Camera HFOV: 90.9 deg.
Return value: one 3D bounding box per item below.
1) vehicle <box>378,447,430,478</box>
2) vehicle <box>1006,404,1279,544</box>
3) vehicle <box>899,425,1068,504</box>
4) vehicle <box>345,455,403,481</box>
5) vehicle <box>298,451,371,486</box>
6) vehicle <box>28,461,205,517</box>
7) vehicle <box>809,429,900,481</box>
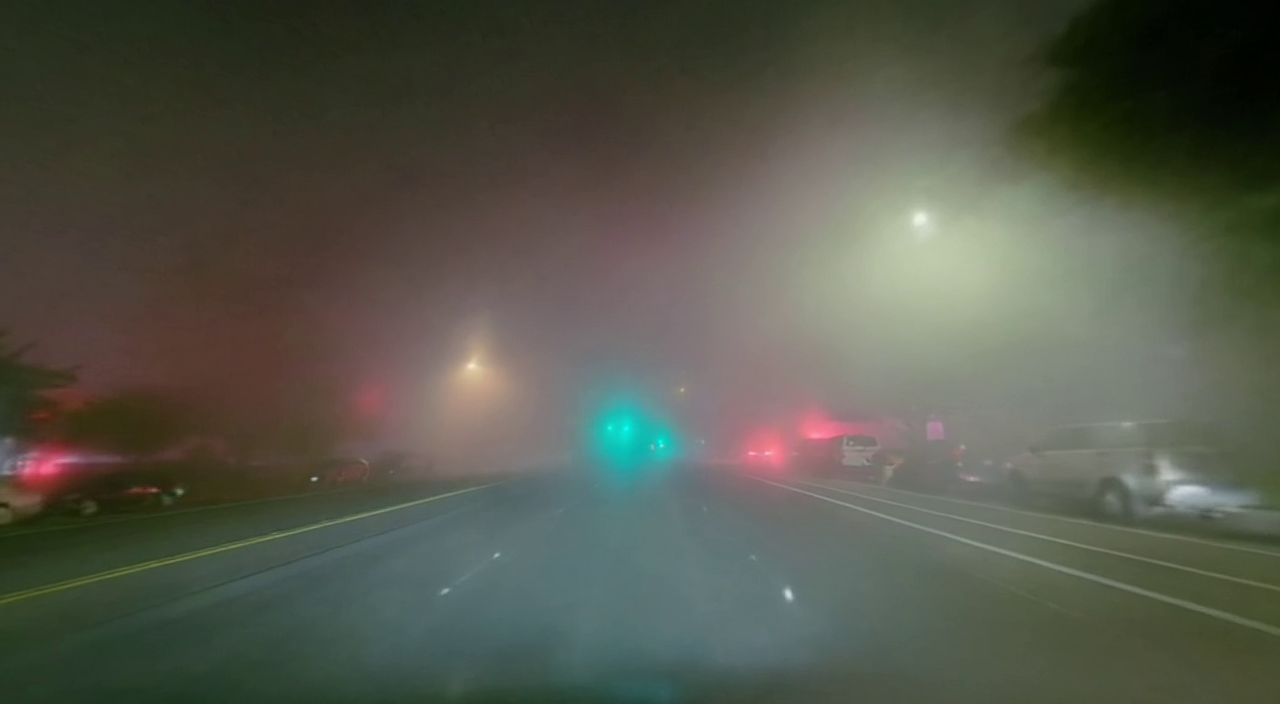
[{"bbox_3d":[-16.698,7.810,44.897,2.046,1.945,4.688,-1,-7,-2],"label":"vehicle"},{"bbox_3d":[9.659,2.218,12.104,2.169,2.043,5.484,-1,-9,3],"label":"vehicle"},{"bbox_3d":[9.756,3.238,18.541,2.088,1.973,5.003,0,-9,-1],"label":"vehicle"},{"bbox_3d":[-16.685,7.297,39.783,1.740,1.442,4.678,-1,-9,-1],"label":"vehicle"},{"bbox_3d":[-16.838,6.408,34.990,1.913,1.744,4.478,-1,-9,-2],"label":"vehicle"},{"bbox_3d":[-16.947,4.415,20.801,1.868,1.470,4.652,-1,-9,0],"label":"vehicle"},{"bbox_3d":[9.827,4.812,29.518,2.115,2.151,5.826,0,-9,-1],"label":"vehicle"}]
